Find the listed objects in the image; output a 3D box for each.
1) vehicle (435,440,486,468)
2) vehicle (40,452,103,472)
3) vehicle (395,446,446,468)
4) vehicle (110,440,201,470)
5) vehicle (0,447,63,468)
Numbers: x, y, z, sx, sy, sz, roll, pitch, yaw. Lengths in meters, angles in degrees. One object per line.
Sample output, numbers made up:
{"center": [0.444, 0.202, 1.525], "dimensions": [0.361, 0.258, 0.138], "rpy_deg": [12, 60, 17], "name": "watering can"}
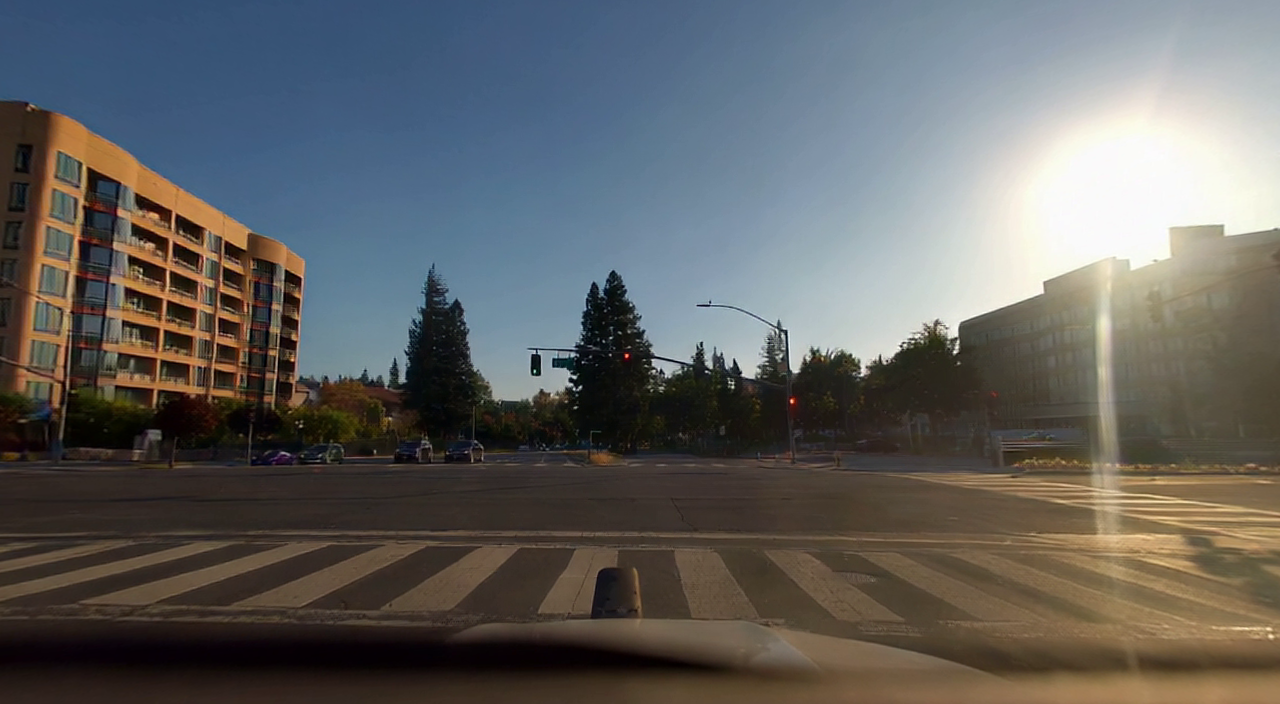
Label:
{"center": [-11.957, 6.785, 42.329], "dimensions": [2.080, 1.763, 4.341], "rpy_deg": [0, -8, 0], "name": "vehicle"}
{"center": [-41.579, 8.027, 46.285], "dimensions": [1.552, 1.339, 3.340], "rpy_deg": [-2, -9, -1], "name": "vehicle"}
{"center": [-15.504, 7.442, 44.794], "dimensions": [2.056, 1.450, 4.343], "rpy_deg": [0, -8, 0], "name": "vehicle"}
{"center": [-34.905, 7.415, 45.746], "dimensions": [2.204, 1.955, 5.518], "rpy_deg": [0, -8, 0], "name": "vehicle"}
{"center": [-45.263, 7.757, 46.597], "dimensions": [1.858, 1.467, 3.624], "rpy_deg": [0, -8, 0], "name": "vehicle"}
